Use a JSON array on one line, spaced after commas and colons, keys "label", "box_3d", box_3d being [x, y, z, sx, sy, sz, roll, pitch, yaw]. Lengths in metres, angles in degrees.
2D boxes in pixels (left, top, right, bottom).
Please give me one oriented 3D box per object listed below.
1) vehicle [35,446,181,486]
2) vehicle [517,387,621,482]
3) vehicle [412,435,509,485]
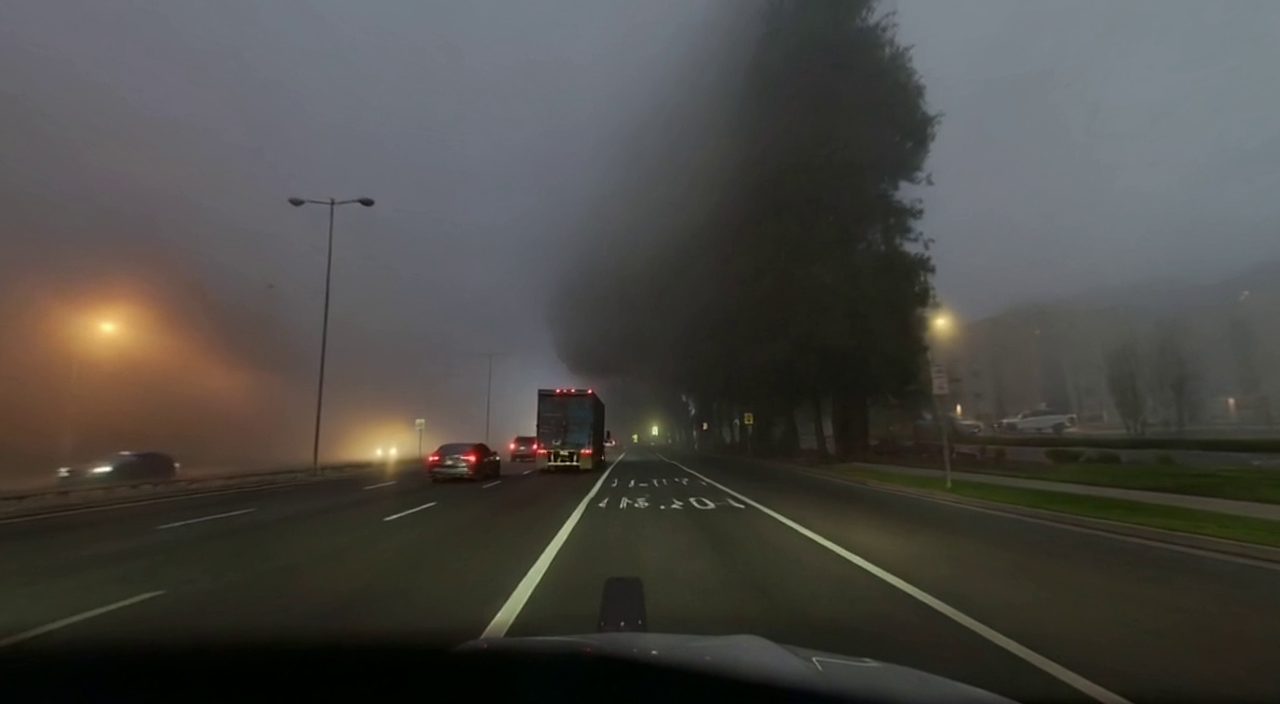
[{"label": "vehicle", "box_3d": [-21.815, 4.642, 26.079, 1.887, 1.488, 4.759, 0, -8, 0]}, {"label": "vehicle", "box_3d": [-2.374, 3.145, 23.584, 2.993, 3.051, 6.692, 0, -8, 1]}, {"label": "vehicle", "box_3d": [-5.832, 3.549, 20.995, 2.023, 1.483, 4.143, 0, -8, 0]}]
